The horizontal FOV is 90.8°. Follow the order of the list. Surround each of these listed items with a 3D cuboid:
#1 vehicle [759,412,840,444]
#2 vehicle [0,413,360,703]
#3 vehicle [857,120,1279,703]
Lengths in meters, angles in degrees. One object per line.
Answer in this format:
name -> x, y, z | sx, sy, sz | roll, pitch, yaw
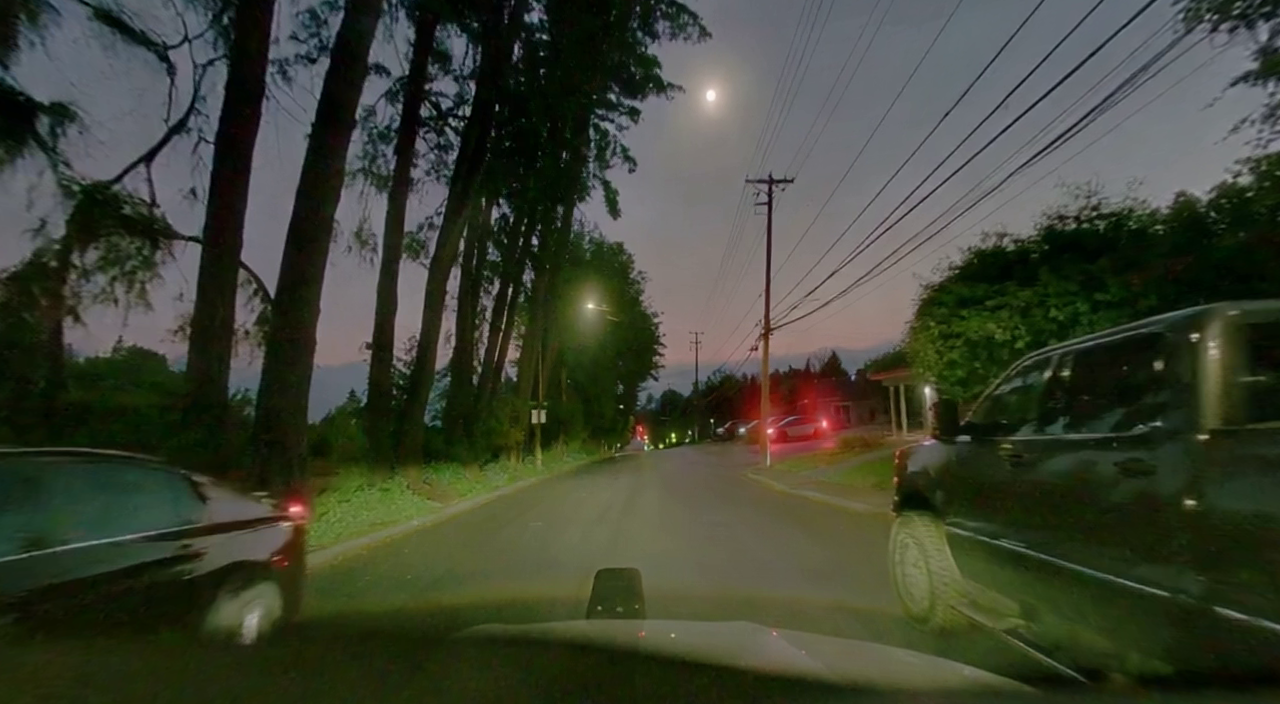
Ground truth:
vehicle -> 10.366, 4.984, 41.030 | 4.780, 1.984, 1.896 | 3, -9, -19
vehicle -> -3.128, 1.058, 2.498 | 1.980, 1.571, 4.150 | -1, -9, 3
vehicle -> 2.953, 0.558, 2.629 | 2.245, 2.166, 5.242 | 0, -9, 0
